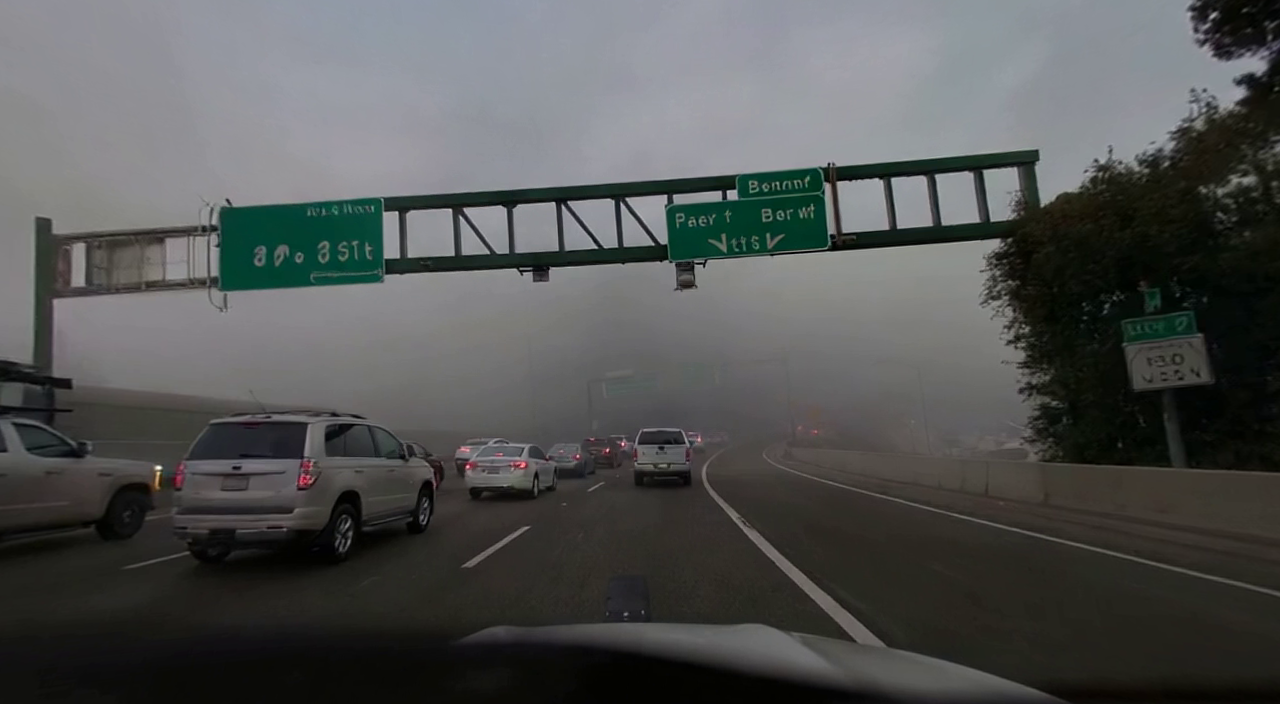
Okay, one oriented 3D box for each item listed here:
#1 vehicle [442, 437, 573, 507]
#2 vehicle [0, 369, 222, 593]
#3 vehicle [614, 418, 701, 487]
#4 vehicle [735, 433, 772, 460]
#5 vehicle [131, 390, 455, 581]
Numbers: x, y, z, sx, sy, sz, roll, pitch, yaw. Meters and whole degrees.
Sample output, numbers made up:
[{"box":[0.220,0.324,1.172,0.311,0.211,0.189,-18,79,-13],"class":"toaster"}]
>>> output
[{"box":[-3.123,2.955,16.104,1.998,1.494,5.020,0,-9,3],"class":"vehicle"},{"box":[-7.474,1.272,6.248,2.476,2.156,5.931,0,-9,1],"class":"vehicle"},{"box":[0.693,3.484,22.039,2.616,2.063,5.933,0,-9,3],"class":"vehicle"},{"box":[7.891,6.547,43.796,2.329,1.760,4.525,-1,-9,10],"class":"vehicle"},{"box":[-4.042,1.623,8.355,1.850,1.862,4.150,0,-9,1],"class":"vehicle"}]
